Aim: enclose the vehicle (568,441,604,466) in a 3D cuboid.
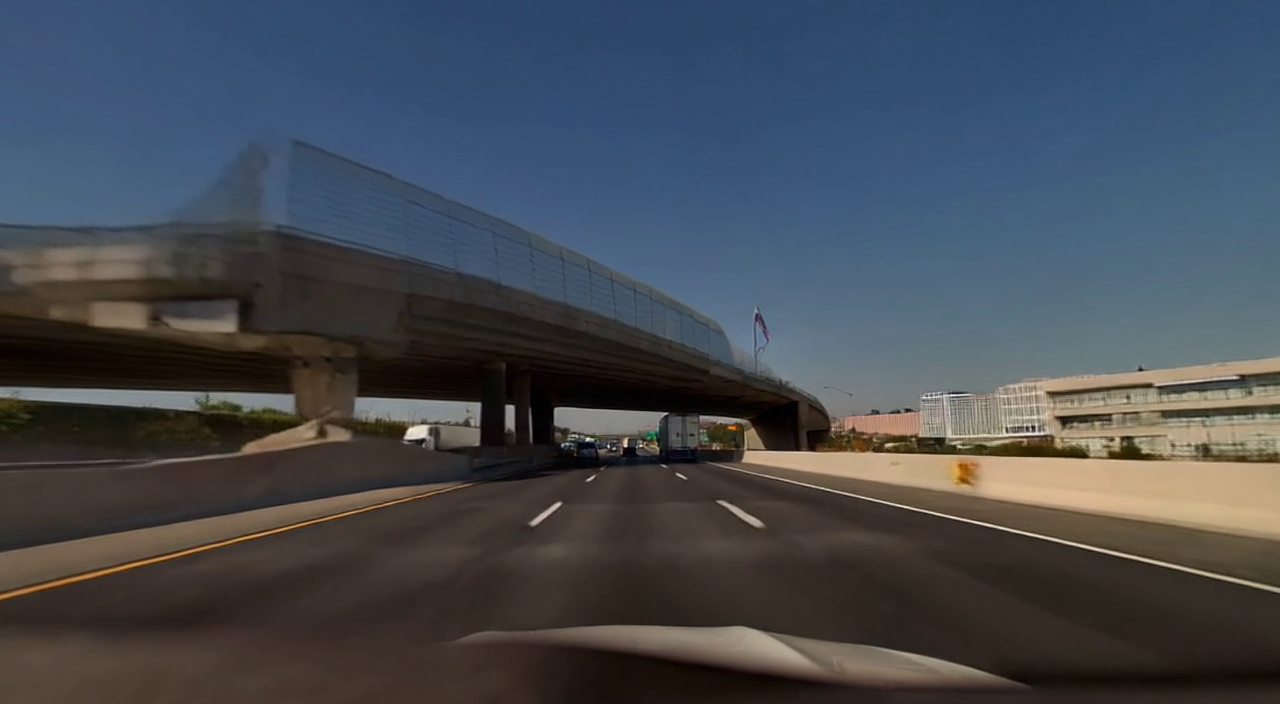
[{"bbox_3d":[-3.552,6.744,41.896,2.100,1.525,4.179,0,-9,-1],"label":"vehicle"}]
